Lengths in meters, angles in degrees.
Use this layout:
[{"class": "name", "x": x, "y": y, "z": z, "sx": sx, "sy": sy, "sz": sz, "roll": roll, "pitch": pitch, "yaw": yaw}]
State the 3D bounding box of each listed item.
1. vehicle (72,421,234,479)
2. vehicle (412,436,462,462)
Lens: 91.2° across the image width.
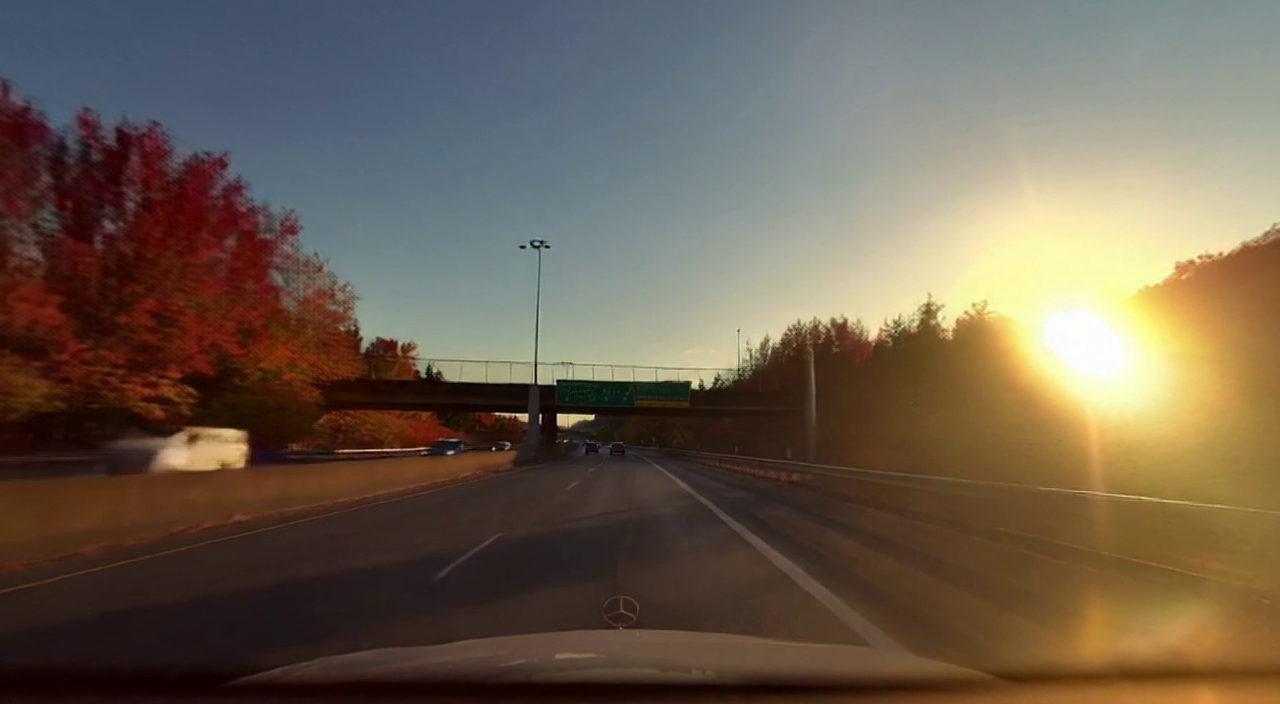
[{"class": "vehicle", "x": -17.264, "y": 3.524, "z": 22.629, "sx": 1.955, "sy": 1.814, "sz": 4.823, "roll": 0, "pitch": -9, "yaw": -1}, {"class": "vehicle", "x": -13.836, "y": 6.651, "z": 42.944, "sx": 2.017, "sy": 1.626, "sz": 4.284, "roll": 0, "pitch": -9, "yaw": -1}]
